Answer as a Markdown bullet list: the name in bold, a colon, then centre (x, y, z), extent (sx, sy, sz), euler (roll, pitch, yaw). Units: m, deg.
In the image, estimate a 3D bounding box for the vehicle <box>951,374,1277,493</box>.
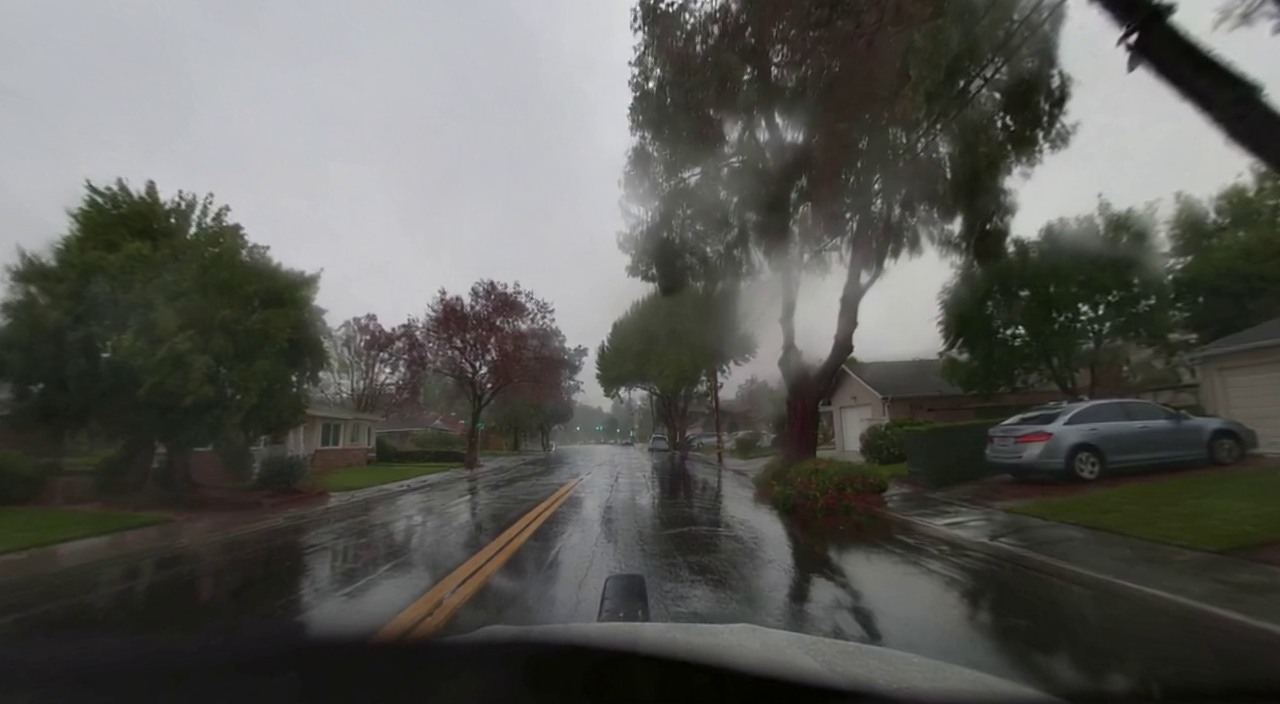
- **vehicle**: centre (10.365, 1.831, 14.199), extent (5.307, 1.940, 2.412), euler (-5, -8, -4)
